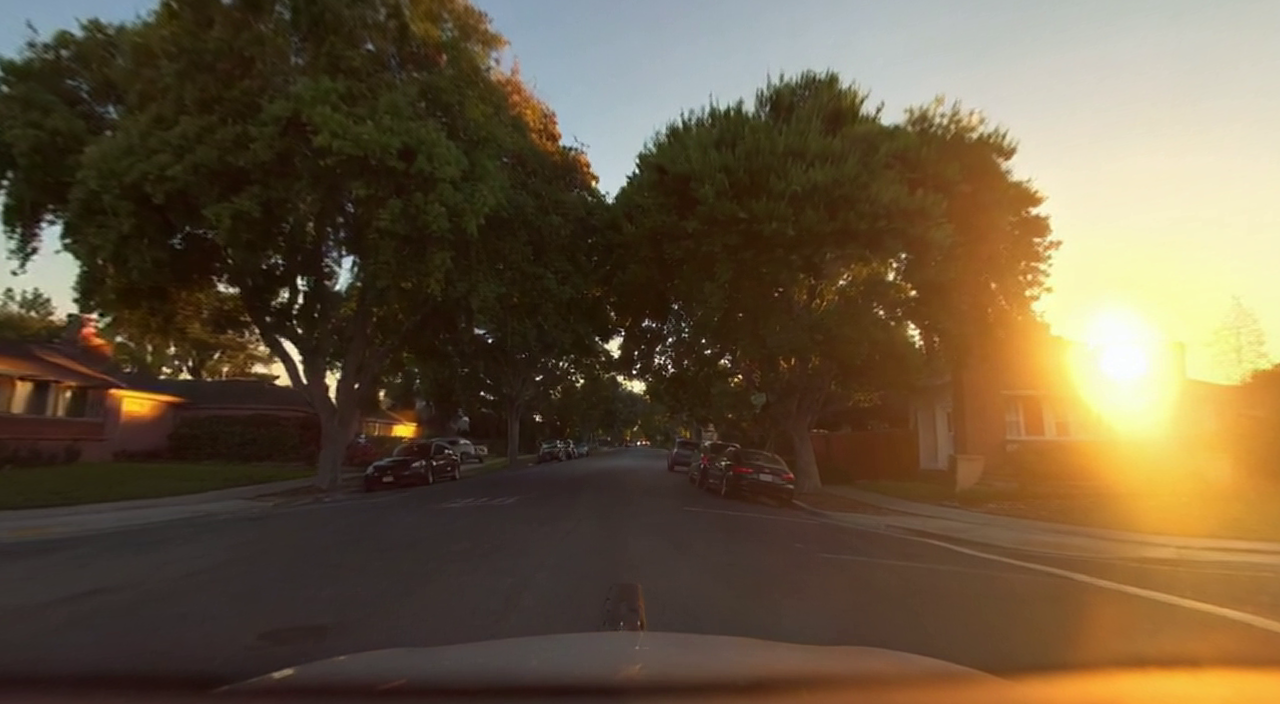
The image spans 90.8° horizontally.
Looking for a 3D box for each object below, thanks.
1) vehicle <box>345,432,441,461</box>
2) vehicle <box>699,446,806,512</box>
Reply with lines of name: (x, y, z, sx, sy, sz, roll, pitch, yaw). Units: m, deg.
vehicle: (-13.456, 5.187, 34.662, 4.423, 1.522, 1.961, 0, -8, -2)
vehicle: (2.827, 3.284, 16.880, 1.881, 1.487, 4.183, 1, -8, -3)
